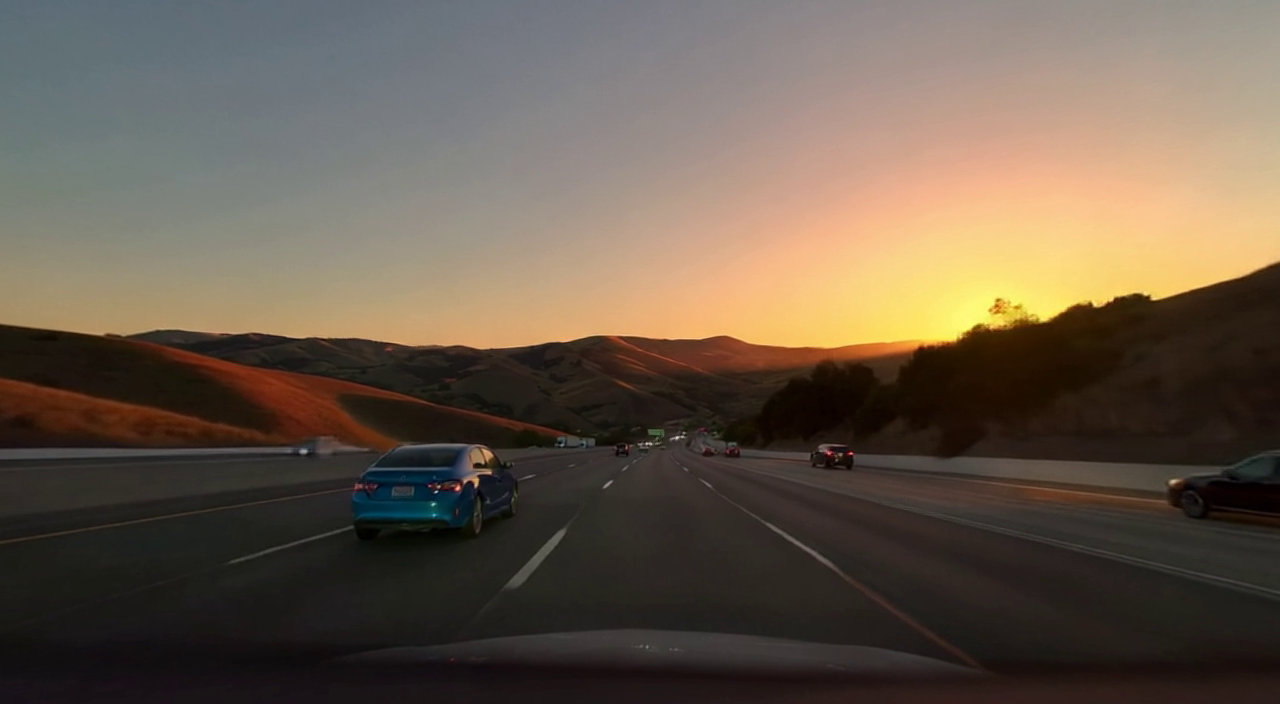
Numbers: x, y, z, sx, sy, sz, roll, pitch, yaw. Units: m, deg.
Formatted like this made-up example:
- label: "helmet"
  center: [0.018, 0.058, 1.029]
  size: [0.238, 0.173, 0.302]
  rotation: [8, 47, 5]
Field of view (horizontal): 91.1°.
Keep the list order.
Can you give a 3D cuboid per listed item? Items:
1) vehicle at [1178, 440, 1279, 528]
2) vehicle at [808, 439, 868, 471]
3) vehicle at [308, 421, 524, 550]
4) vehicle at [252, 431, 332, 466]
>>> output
- label: "vehicle"
  center: [11.536, 2.106, 9.896]
  size: [1.982, 1.443, 4.635]
  rotation: [0, -9, 0]
- label: "vehicle"
  center: [11.726, 6.118, 37.504]
  size: [2.062, 1.736, 4.589]
  rotation: [0, -9, 0]
- label: "vehicle"
  center: [-3.209, 1.988, 9.977]
  size: [1.967, 1.615, 3.886]
  rotation: [0, -9, 0]
- label: "vehicle"
  center: [-24.765, 6.899, 44.993]
  size: [2.195, 2.267, 5.801]
  rotation: [0, -9, 1]
